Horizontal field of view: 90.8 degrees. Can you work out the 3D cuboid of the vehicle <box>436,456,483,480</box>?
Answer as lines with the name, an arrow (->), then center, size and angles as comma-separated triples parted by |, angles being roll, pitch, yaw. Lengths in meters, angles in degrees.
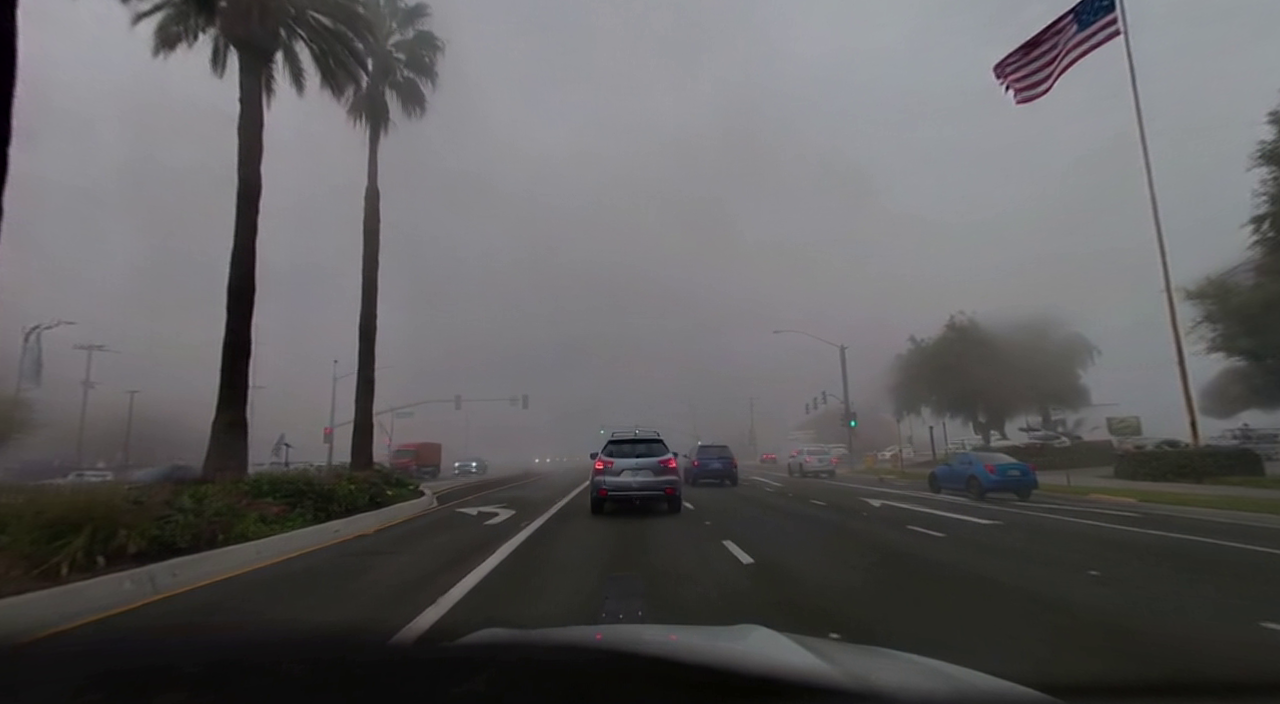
vehicle -> -12.227, 7.857, 43.153 | 1.965, 1.475, 4.209 | 0, -9, 0

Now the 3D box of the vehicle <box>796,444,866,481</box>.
vehicle -> 9.952, 5.795, 33.346 | 2.155, 1.779, 4.582 | 0, -9, -2

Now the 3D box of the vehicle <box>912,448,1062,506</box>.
vehicle -> 9.973, 3.597, 18.650 | 1.967, 1.485, 4.267 | 0, -9, 0

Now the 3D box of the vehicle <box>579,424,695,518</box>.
vehicle -> -0.099, 2.826, 15.475 | 2.402, 1.938, 4.535 | 0, -9, -1

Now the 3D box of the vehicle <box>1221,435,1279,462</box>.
vehicle -> 36.349, 5.550, 36.258 | 1.839, 1.455, 4.395 | 0, -9, 2

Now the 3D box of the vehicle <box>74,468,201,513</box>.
vehicle -> -21.784, 5.988, 27.682 | 1.873, 1.484, 4.571 | -4, -9, 0

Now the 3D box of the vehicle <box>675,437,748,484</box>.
vehicle -> 3.303, 5.236, 30.872 | 2.773, 2.021, 6.212 | 0, -9, -1

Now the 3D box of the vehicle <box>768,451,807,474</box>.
vehicle -> 10.288, 7.725, 44.322 | 1.855, 1.495, 4.143 | 0, -9, 1
